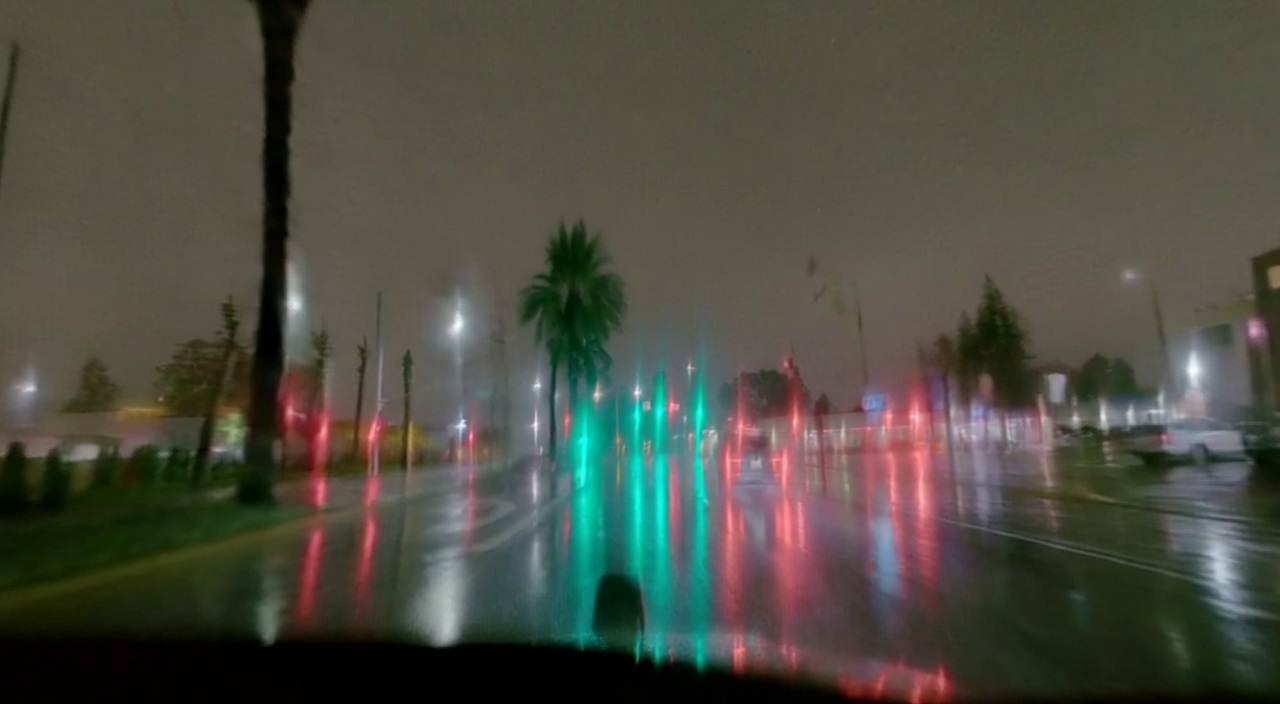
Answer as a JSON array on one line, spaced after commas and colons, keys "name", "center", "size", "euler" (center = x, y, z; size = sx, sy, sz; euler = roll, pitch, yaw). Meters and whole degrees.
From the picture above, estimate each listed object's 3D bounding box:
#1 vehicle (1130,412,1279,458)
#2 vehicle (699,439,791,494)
[{"name": "vehicle", "center": [22.898, 3.406, 25.758], "size": [4.077, 1.771, 2.032], "euler": [0, -8, 0]}, {"name": "vehicle", "center": [3.014, 3.394, 19.160], "size": [1.964, 1.448, 4.295], "euler": [0, -8, -1]}]
